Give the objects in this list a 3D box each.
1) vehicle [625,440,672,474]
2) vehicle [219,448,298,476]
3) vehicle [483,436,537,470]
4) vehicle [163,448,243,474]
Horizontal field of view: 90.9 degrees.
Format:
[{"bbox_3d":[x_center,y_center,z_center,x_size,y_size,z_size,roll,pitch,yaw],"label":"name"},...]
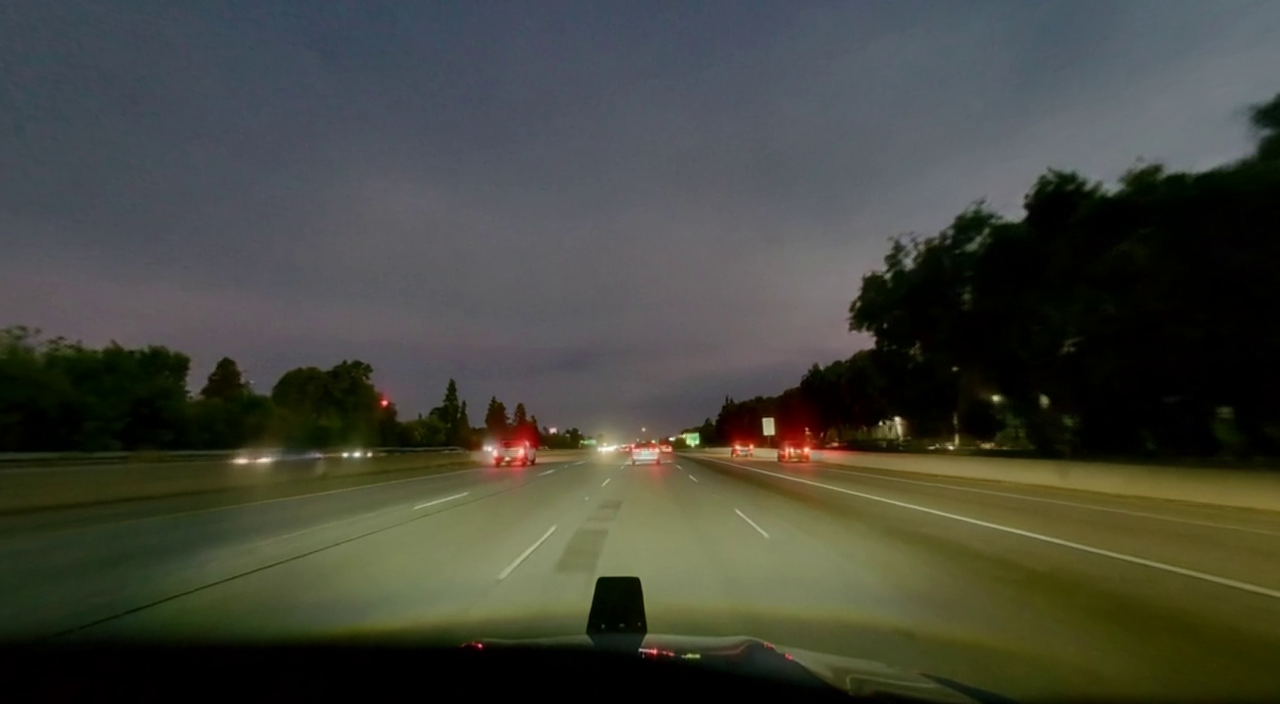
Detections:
[{"bbox_3d":[0.360,5.068,30.692,2.112,1.482,4.082,0,-8,0],"label":"vehicle"},{"bbox_3d":[-21.448,6.194,35.689,1.836,1.469,4.067,0,-8,1],"label":"vehicle"},{"bbox_3d":[-7.406,5.785,36.363,2.093,1.789,4.399,0,-8,1],"label":"vehicle"},{"bbox_3d":[-28.729,7.154,41.677,1.947,1.564,4.628,0,-8,1],"label":"vehicle"}]
